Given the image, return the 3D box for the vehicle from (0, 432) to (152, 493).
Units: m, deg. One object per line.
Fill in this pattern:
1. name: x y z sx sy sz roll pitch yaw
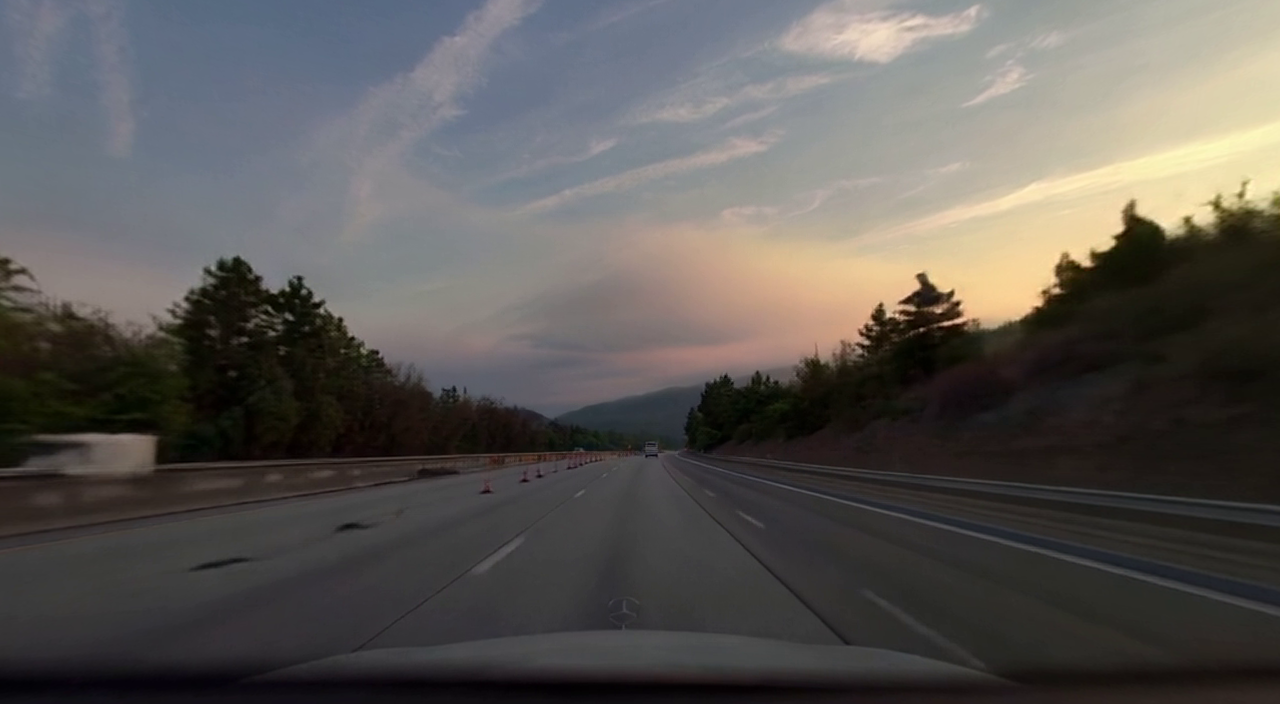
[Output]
1. vehicle: -20.513 3.883 22.436 2.098 1.880 5.117 0 -9 1
